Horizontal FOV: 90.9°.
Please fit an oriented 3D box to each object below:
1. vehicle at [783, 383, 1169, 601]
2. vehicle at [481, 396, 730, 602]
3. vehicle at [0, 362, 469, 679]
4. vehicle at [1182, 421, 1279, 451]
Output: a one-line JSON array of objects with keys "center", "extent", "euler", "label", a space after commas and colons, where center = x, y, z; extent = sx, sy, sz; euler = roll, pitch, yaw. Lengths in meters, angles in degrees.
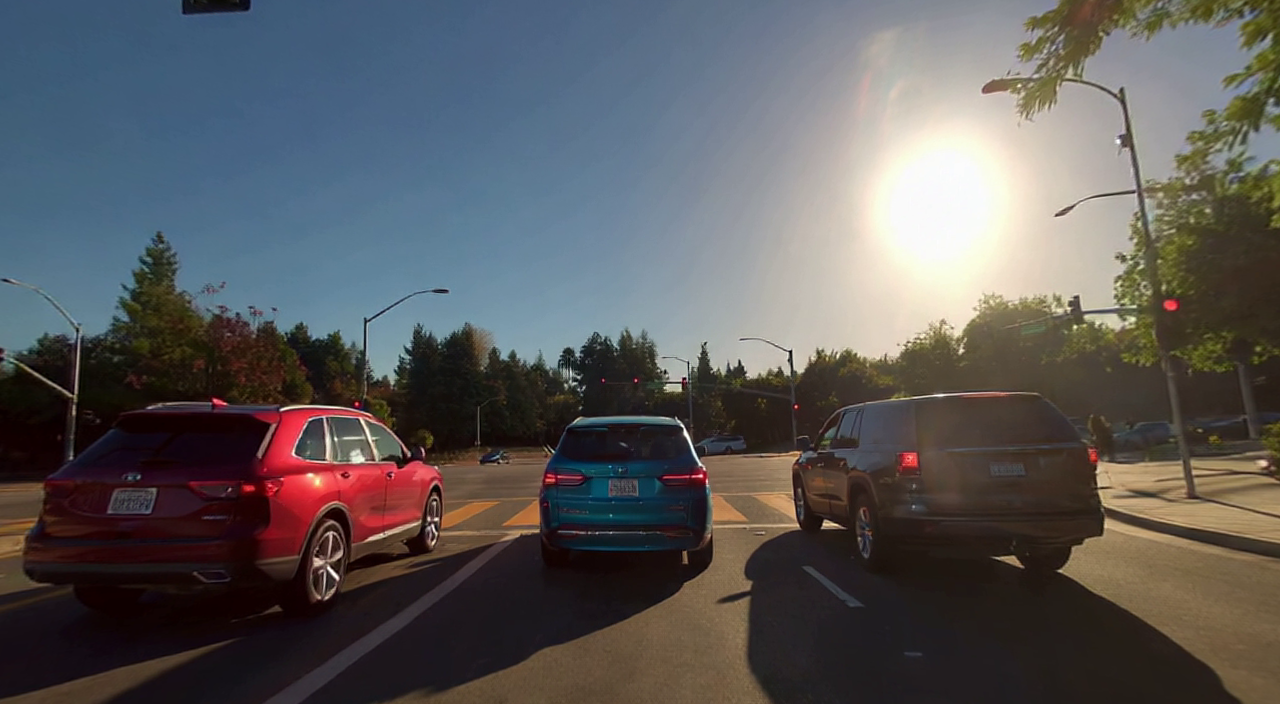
[{"center": [3.277, 1.481, 7.506], "extent": [2.083, 1.779, 4.532], "euler": [0, -8, 0], "label": "vehicle"}, {"center": [-0.234, 1.516, 7.318], "extent": [2.067, 1.702, 3.987], "euler": [0, -8, 2], "label": "vehicle"}, {"center": [-3.275, 1.282, 5.901], "extent": [2.047, 1.810, 4.414], "euler": [0, -8, 1], "label": "vehicle"}, {"center": [32.814, 4.651, 34.752], "extent": [4.175, 1.634, 1.877], "euler": [1, -8, -4], "label": "vehicle"}]
